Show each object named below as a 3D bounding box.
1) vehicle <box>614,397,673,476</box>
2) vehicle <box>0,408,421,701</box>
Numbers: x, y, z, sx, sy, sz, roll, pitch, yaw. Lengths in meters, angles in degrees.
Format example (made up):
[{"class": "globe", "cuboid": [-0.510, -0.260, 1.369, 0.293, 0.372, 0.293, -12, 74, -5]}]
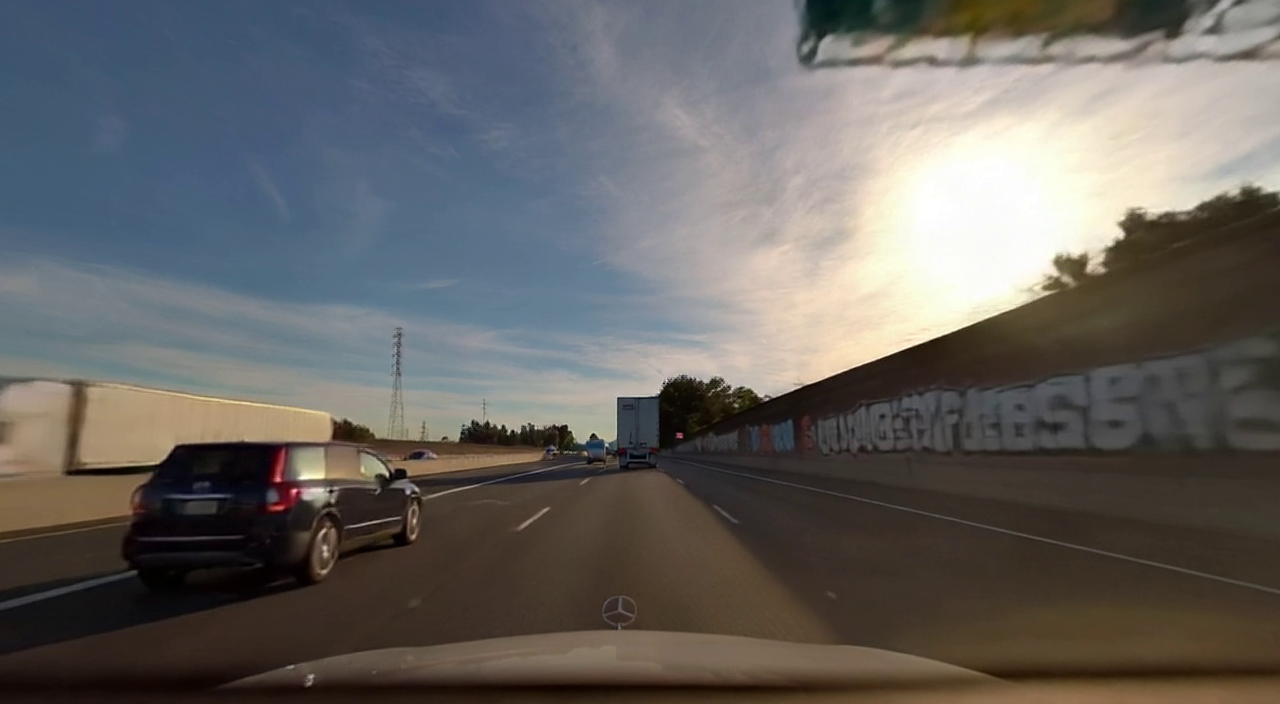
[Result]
[{"class": "vehicle", "cuboid": [-0.002, 5.147, 37.635, 3.042, 4.023, 10.832, 0, -9, -2]}, {"class": "vehicle", "cuboid": [-3.713, 1.392, 5.410, 2.158, 1.538, 4.047, 0, -9, 0]}]
